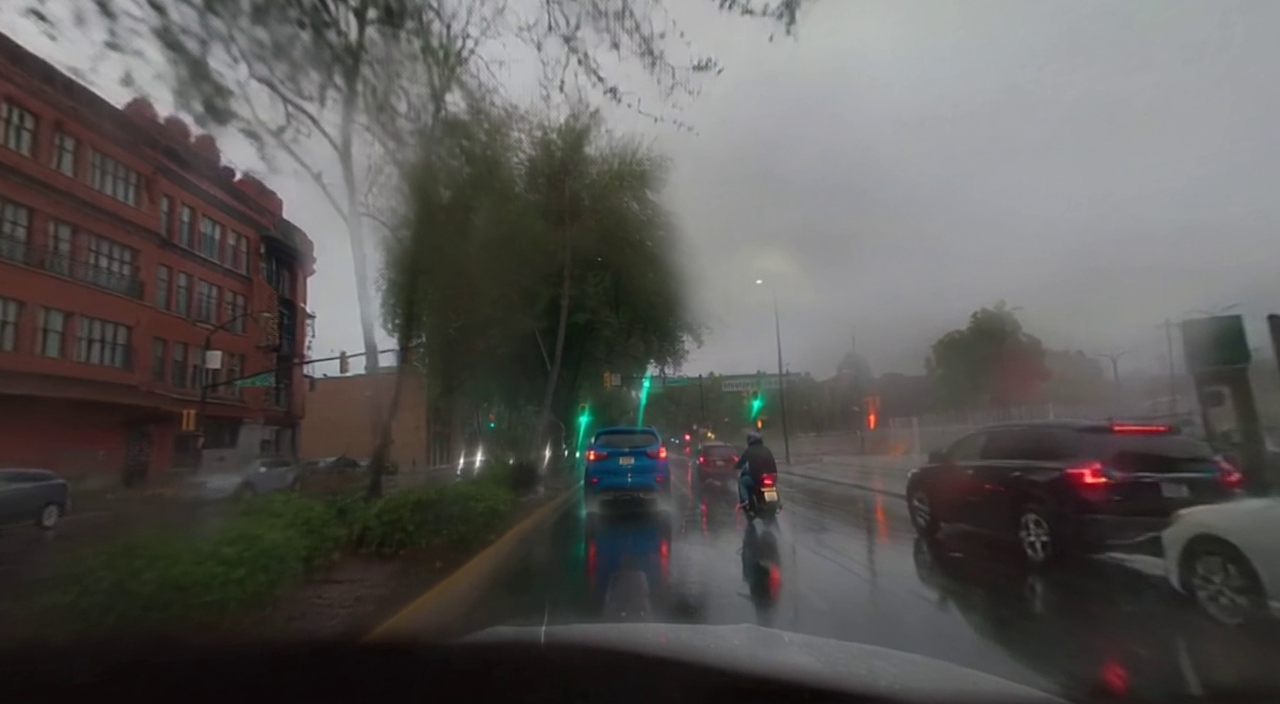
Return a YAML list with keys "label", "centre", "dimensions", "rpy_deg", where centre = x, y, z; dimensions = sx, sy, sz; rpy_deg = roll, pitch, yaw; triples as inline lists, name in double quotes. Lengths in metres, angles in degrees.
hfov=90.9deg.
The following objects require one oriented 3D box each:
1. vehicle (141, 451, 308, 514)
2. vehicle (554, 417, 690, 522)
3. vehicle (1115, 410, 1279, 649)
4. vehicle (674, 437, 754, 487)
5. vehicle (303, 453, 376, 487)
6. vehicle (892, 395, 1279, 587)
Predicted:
- label: "vehicle"
  centre: [-13.866, 4.323, 21.610]
  dimensions: [2.142, 1.826, 5.471]
  rpy_deg: [0, -9, -2]
- label: "vehicle"
  centre: [-0.314, 2.283, 12.719]
  dimensions: [2.265, 1.748, 4.130]
  rpy_deg: [0, -9, 0]
- label: "vehicle"
  centre: [5.153, 1.003, 3.121]
  dimensions: [2.012, 1.532, 4.565]
  rpy_deg: [0, -9, 0]
- label: "vehicle"
  centre: [2.365, 3.669, 21.321]
  dimensions: [2.101, 1.507, 4.355]
  rpy_deg: [0, -9, -1]
- label: "vehicle"
  centre: [-18.664, 7.314, 39.459]
  dimensions: [2.134, 1.915, 5.317]
  rpy_deg: [0, -9, -3]
- label: "vehicle"
  centre: [5.214, 1.603, 8.065]
  dimensions: [2.030, 1.709, 4.687]
  rpy_deg: [0, -9, 0]
